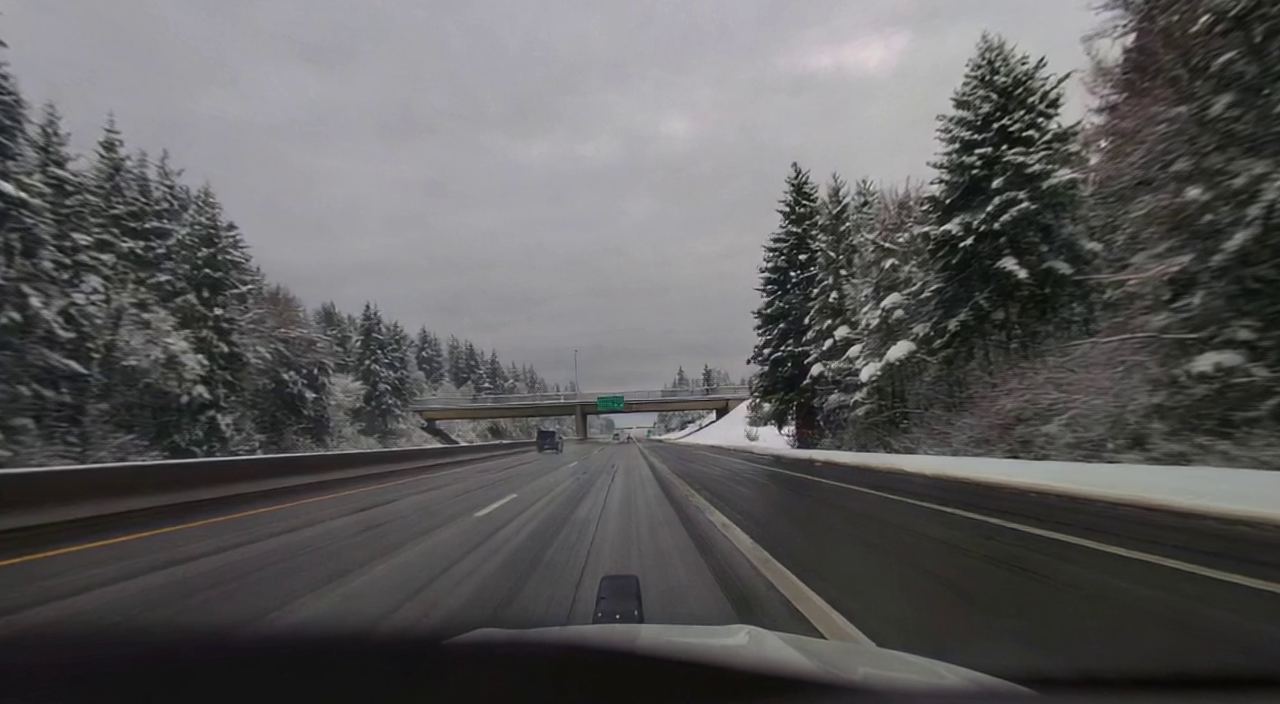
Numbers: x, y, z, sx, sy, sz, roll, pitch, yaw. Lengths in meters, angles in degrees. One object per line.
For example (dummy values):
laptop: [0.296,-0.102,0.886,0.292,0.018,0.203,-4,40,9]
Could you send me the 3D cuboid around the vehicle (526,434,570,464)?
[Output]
vehicle: [-4.950,5.245,34.353,1.871,1.489,4.093,0,-8,-1]
